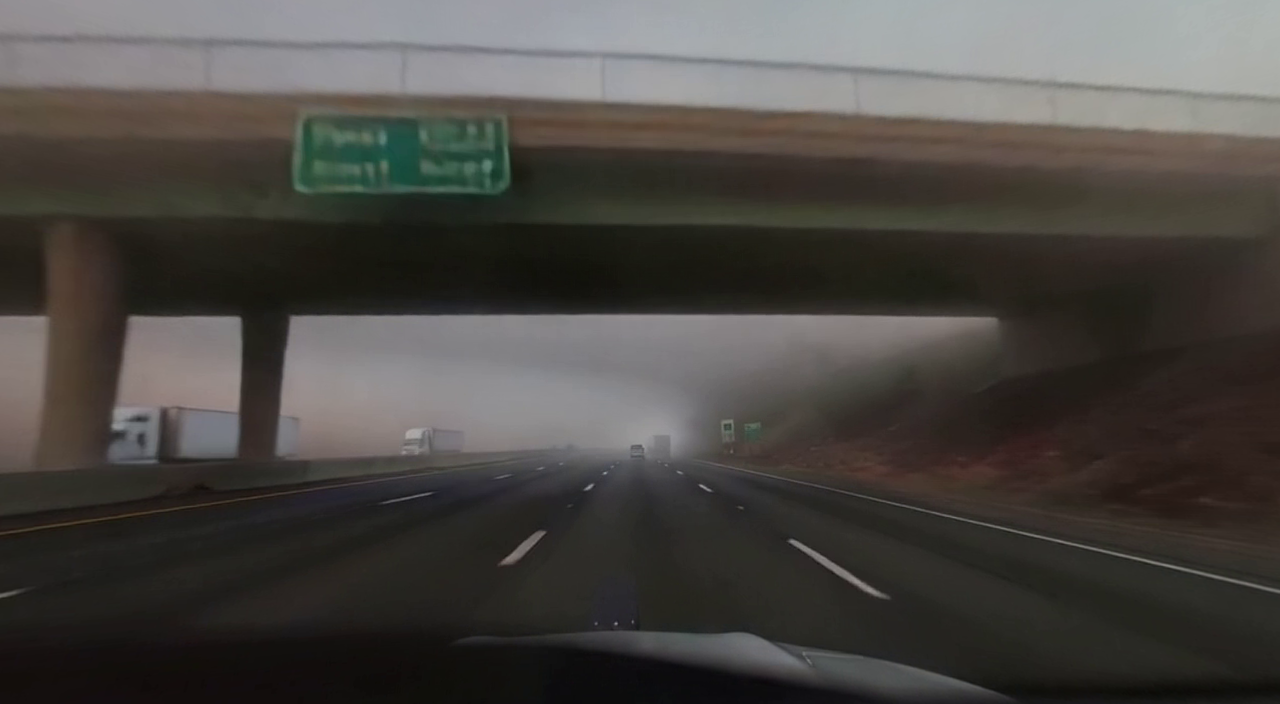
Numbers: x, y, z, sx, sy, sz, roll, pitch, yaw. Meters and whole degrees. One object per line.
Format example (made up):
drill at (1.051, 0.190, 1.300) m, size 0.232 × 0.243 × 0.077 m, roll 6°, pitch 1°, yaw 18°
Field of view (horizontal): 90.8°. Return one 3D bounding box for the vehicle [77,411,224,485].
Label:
vehicle at (-32.530, 6.436, 42.636) m, size 3.007 × 4.466 × 8.393 m, roll 0°, pitch -8°, yaw 0°

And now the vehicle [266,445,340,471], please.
vehicle at (-25.144, 7.888, 47.401) m, size 2.288 × 1.814 × 5.849 m, roll 0°, pitch -8°, yaw 1°
